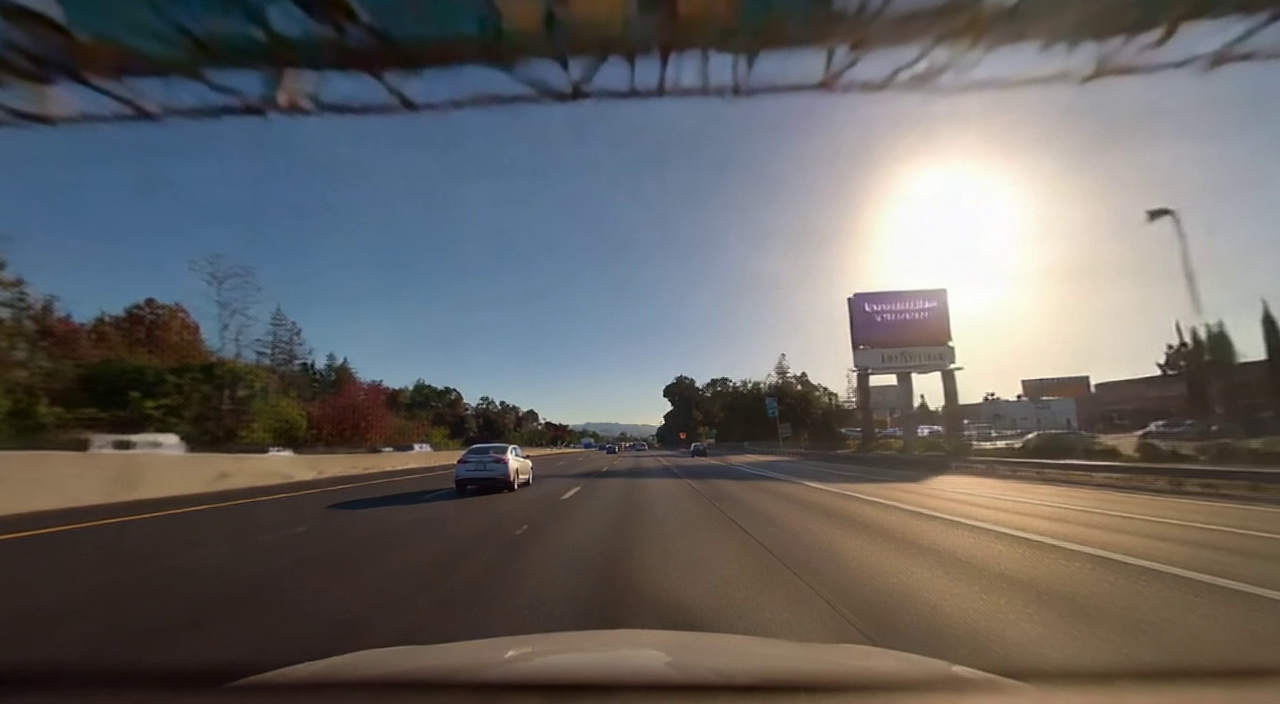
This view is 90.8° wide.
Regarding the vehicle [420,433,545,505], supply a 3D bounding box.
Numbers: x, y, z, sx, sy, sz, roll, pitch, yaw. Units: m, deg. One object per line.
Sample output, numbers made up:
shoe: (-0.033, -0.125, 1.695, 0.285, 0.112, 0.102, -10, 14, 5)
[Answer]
vehicle: (-3.670, 2.786, 15.561, 1.939, 1.508, 4.272, 0, -8, 0)
